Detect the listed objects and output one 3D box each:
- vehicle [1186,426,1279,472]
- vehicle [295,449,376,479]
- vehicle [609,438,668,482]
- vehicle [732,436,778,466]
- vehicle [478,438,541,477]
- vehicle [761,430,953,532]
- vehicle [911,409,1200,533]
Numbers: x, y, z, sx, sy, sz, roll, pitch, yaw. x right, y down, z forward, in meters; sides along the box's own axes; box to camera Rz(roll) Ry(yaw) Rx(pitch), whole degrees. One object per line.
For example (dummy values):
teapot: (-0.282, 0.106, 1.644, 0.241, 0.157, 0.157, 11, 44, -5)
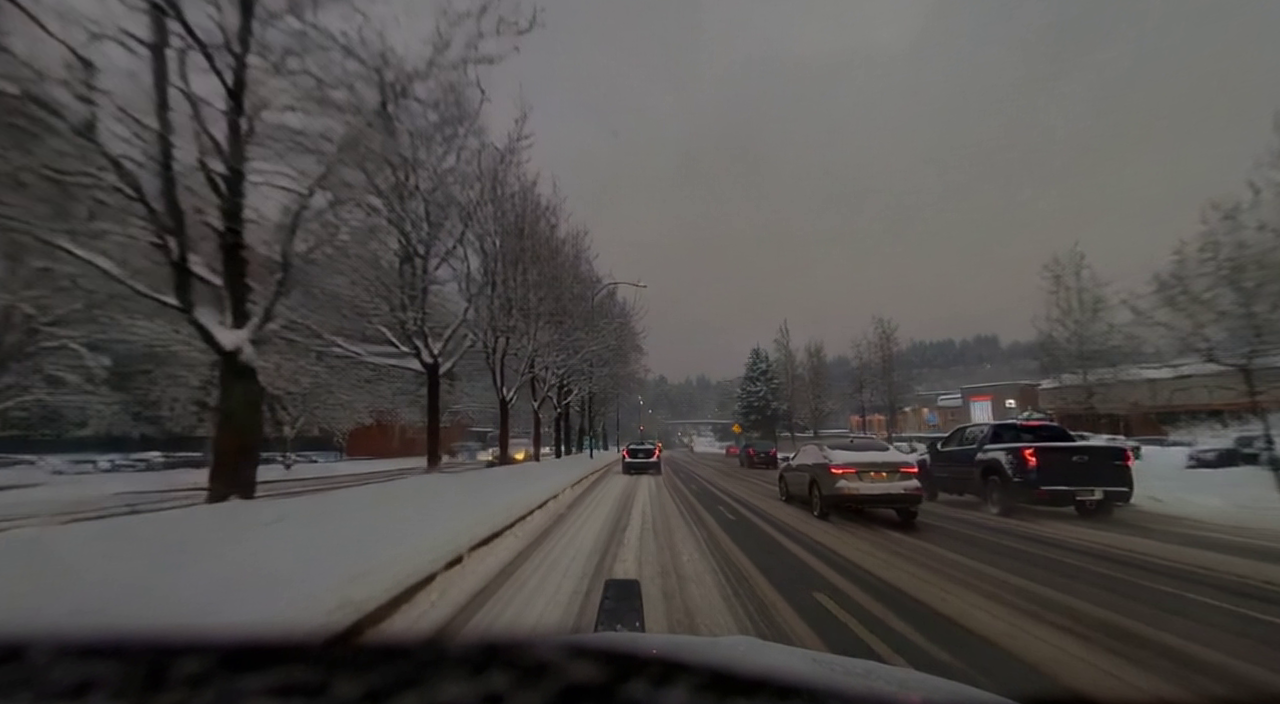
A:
vehicle: (19.857, 3.086, 20.062, 3.316, 1.355, 1.611, -2, -11, 6)
vehicle: (-16.601, 6.124, 34.792, 1.982, 1.481, 4.706, 0, -9, 2)
vehicle: (-0.041, 3.953, 23.438, 1.994, 1.479, 3.647, 0, -9, 0)
vehicle: (7.318, 6.387, 40.731, 2.068, 1.779, 4.567, 0, -9, -1)
vehicle: (-5.629, 4.610, 27.791, 1.887, 1.582, 3.915, 0, -9, 1)
vehicle: (3.561, 2.196, 11.331, 1.858, 1.466, 4.230, 0, -9, -1)
vehicle: (7.136, 2.097, 11.680, 2.134, 1.810, 4.590, 0, -9, -1)
